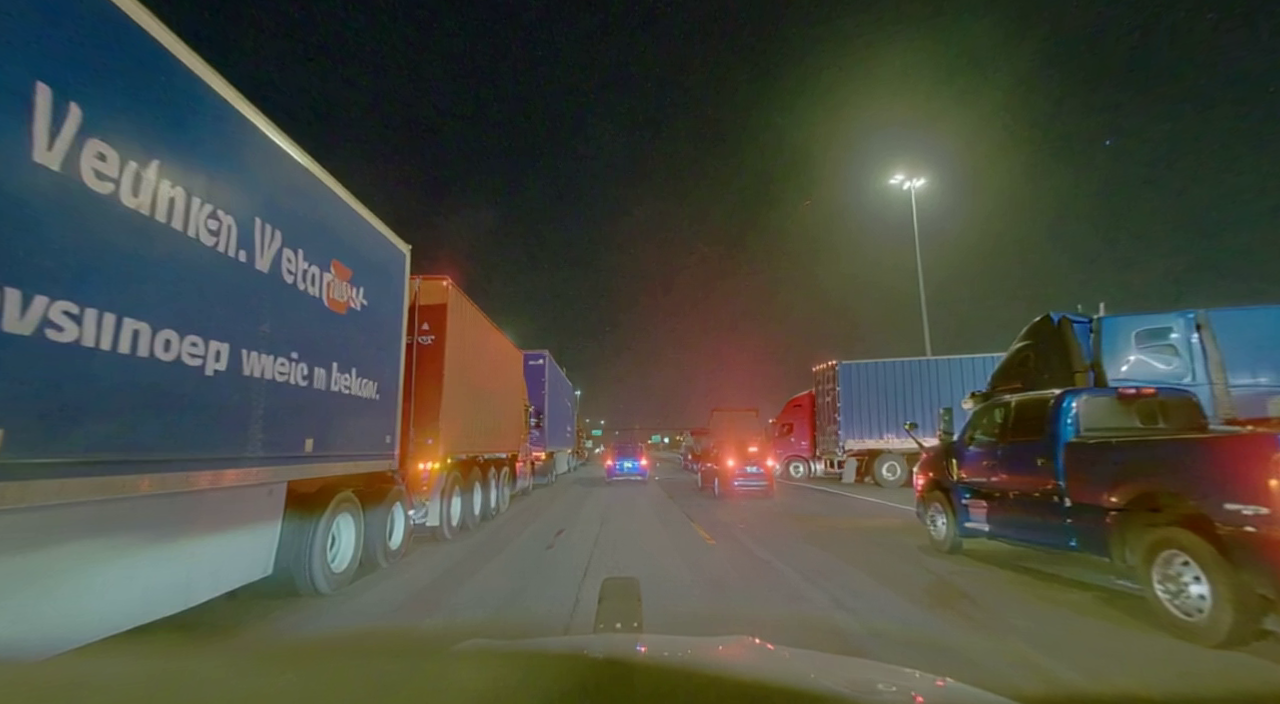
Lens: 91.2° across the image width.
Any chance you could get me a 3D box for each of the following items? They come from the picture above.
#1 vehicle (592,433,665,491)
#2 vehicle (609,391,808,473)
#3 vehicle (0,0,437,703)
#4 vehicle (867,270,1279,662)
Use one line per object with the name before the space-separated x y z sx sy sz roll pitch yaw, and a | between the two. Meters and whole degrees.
vehicle | -0.404 3.566 20.521 2.140 1.682 3.971 0 -9 -2
vehicle | 3.438 4.838 38.649 2.877 4.124 14.516 2 -7 -37
vehicle | -3.971 0.472 4.612 2.844 3.085 6.941 0 -9 -2
vehicle | 5.127 1.158 7.071 2.570 2.439 6.392 0 -9 -1
